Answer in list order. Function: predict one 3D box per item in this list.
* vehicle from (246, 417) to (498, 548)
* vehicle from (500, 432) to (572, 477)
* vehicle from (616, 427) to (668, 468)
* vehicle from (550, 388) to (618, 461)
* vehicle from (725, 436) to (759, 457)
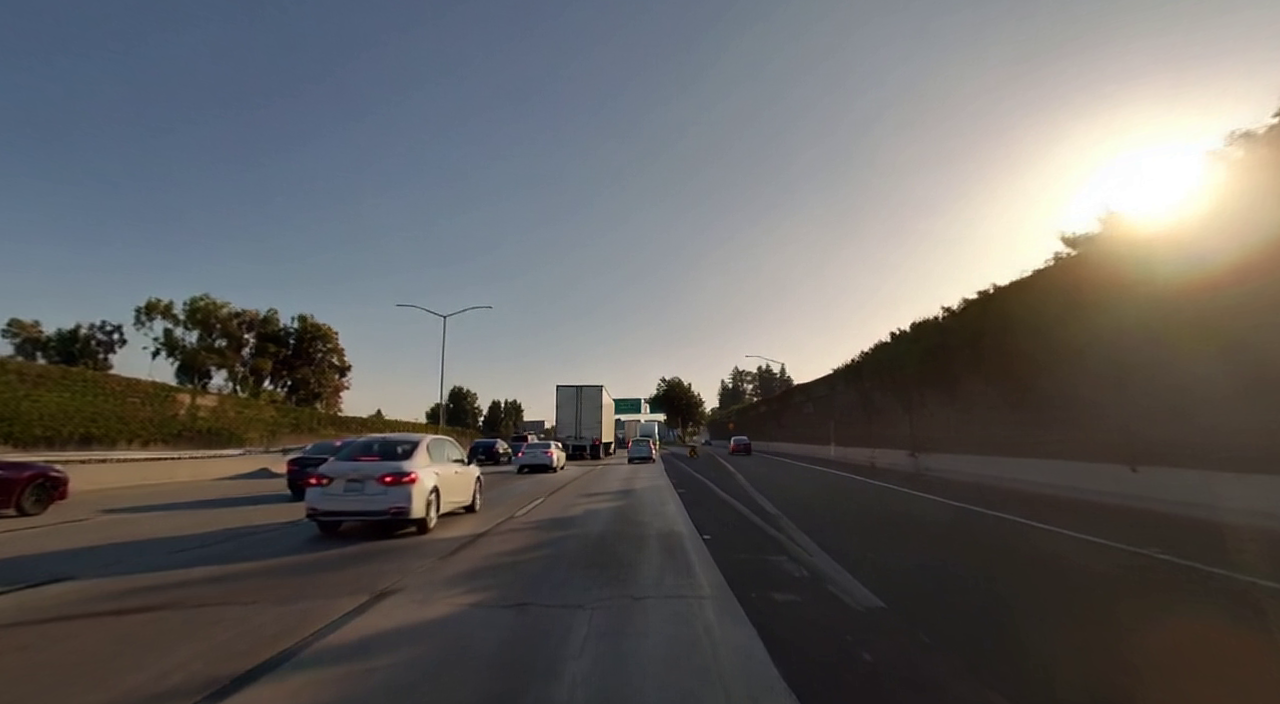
[{"bbox_3d":[-3.780,1.920,10.010,1.866,1.568,4.603,0,-8,2],"label":"vehicle"},{"bbox_3d":[-4.005,4.016,25.015,2.124,1.627,3.863,0,-8,1],"label":"vehicle"},{"bbox_3d":[0.096,4.595,30.428,2.325,1.864,4.128,0,-8,1],"label":"vehicle"},{"bbox_3d":[-3.701,5.660,46.719,3.348,4.469,16.443,0,-9,1],"label":"vehicle"},{"bbox_3d":[7.534,7.048,46.978,2.176,1.493,3.955,-1,-8,4],"label":"vehicle"}]
